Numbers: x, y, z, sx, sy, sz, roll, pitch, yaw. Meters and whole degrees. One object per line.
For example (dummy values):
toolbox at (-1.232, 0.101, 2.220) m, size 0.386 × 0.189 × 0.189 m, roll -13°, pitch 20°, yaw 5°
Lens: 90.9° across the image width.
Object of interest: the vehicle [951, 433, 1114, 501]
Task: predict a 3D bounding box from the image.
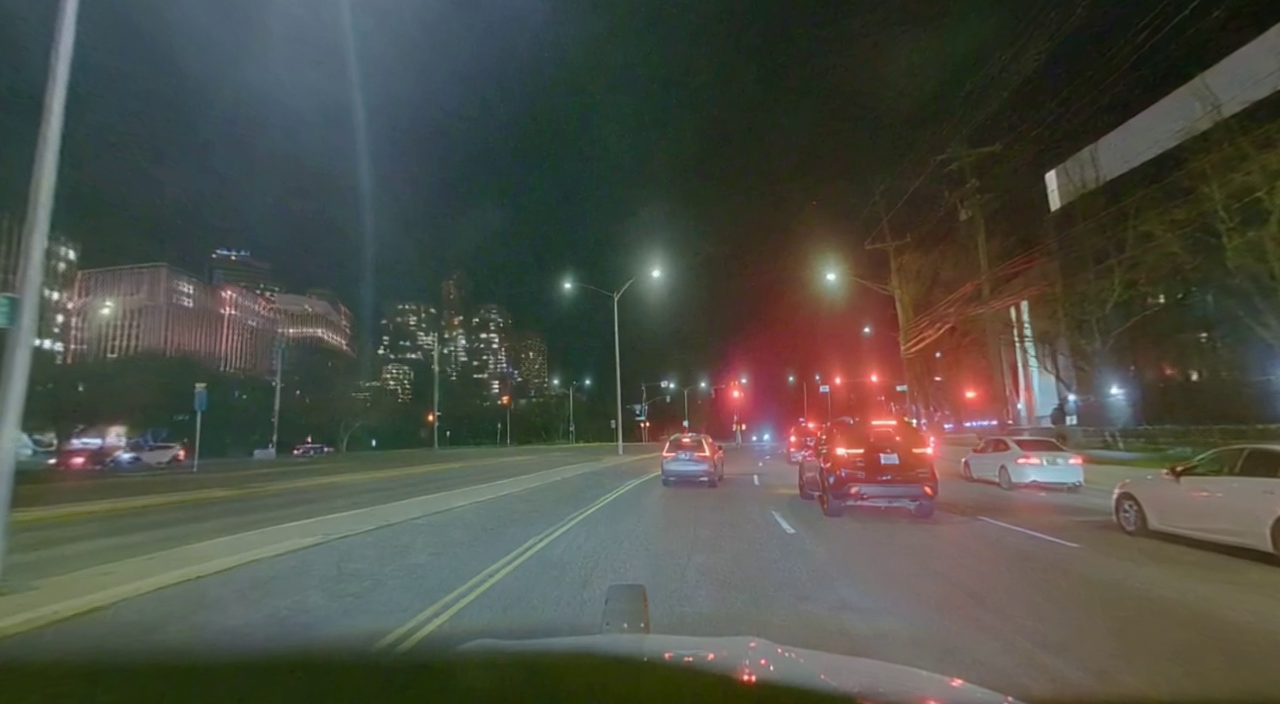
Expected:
vehicle at (9.742, 2.863, 16.137) m, size 1.882 × 1.463 × 4.543 m, roll -1°, pitch -9°, yaw 10°

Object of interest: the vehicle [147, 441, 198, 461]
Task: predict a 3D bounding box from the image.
vehicle at (-36.865, 7.770, 49.620) m, size 4.848 × 1.498 × 2.009 m, roll -7°, pitch -11°, yaw 39°

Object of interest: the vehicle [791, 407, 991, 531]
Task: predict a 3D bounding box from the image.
vehicle at (4.293, 2.085, 11.815) m, size 2.119 × 1.810 × 4.848 m, roll -1°, pitch -8°, yaw 5°

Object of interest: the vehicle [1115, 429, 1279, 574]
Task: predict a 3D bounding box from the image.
vehicle at (7.521, 1.553, 6.555) m, size 1.866 × 1.471 × 4.478 m, roll 0°, pitch -8°, yaw 4°

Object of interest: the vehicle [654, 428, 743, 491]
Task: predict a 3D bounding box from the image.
vehicle at (1.765, 2.961, 17.680) m, size 2.168 × 1.527 × 4.174 m, roll -1°, pitch -8°, yaw 9°
